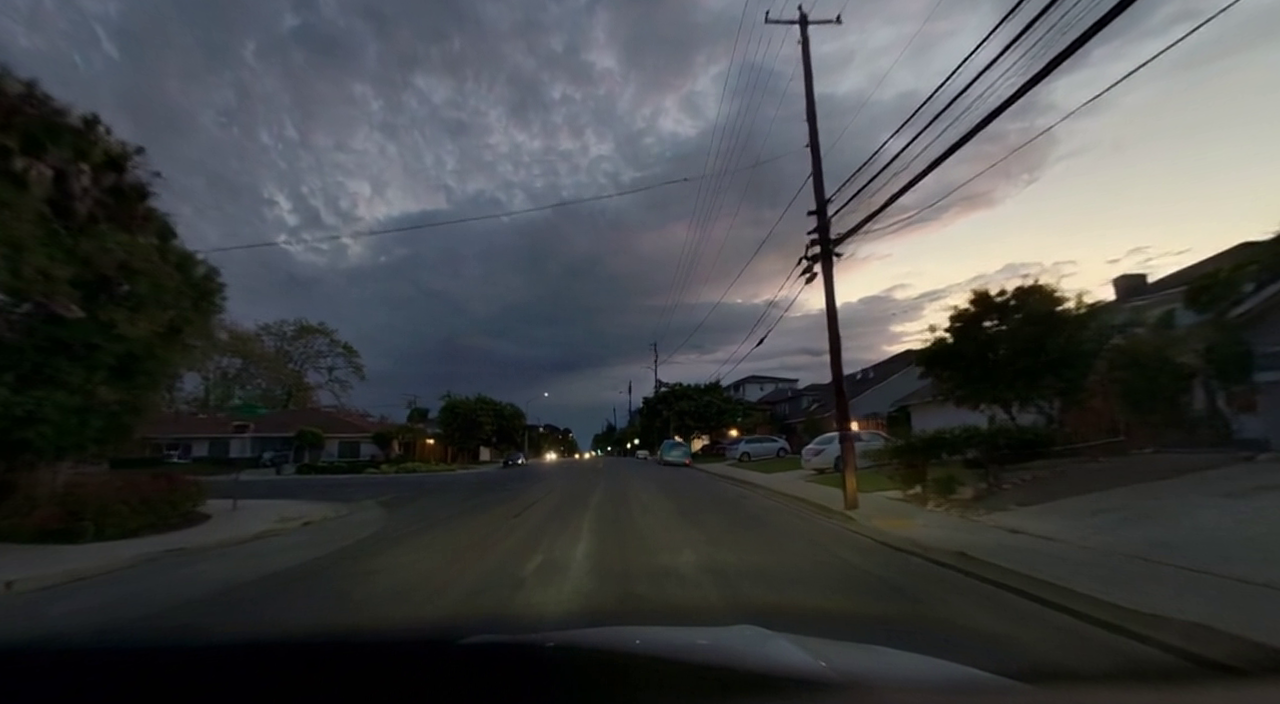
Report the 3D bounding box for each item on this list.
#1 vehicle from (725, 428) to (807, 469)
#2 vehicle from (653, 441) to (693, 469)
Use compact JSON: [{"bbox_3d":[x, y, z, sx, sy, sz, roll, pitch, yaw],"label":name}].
[{"bbox_3d":[8.393,6.476,42.511,4.801,2.139,2.164,-6,-8,-3],"label":"vehicle"},{"bbox_3d":[2.449,7.820,48.013,2.214,1.962,4.733,1,-9,-8],"label":"vehicle"}]
